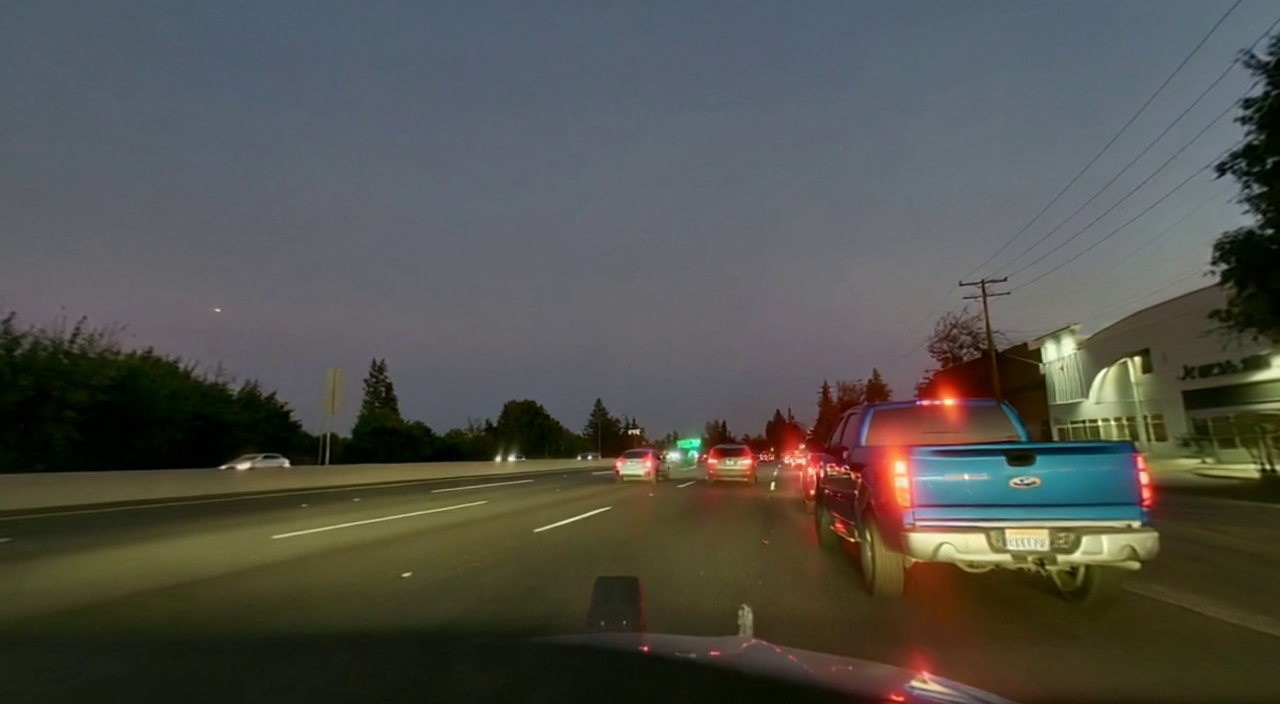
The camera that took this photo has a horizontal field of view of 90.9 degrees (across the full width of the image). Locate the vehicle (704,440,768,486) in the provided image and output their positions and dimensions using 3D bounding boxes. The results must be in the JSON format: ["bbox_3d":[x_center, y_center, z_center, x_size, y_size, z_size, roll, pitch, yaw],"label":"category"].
[{"bbox_3d":[3.974,4.432,25.600,2.080,1.682,4.150,-2,-9,14],"label":"vehicle"}]

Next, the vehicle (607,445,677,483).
[{"bbox_3d":[0.197,4.865,27.714,2.119,1.478,4.644,-2,-8,13],"label":"vehicle"}]

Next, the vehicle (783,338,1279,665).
[{"bbox_3d":[3.423,1.471,7.761,3.024,2.092,6.797,-2,-9,14],"label":"vehicle"}]

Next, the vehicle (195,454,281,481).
[{"bbox_3d":[-25.146,7.204,39.639,1.916,1.539,4.328,-2,-9,13],"label":"vehicle"}]
